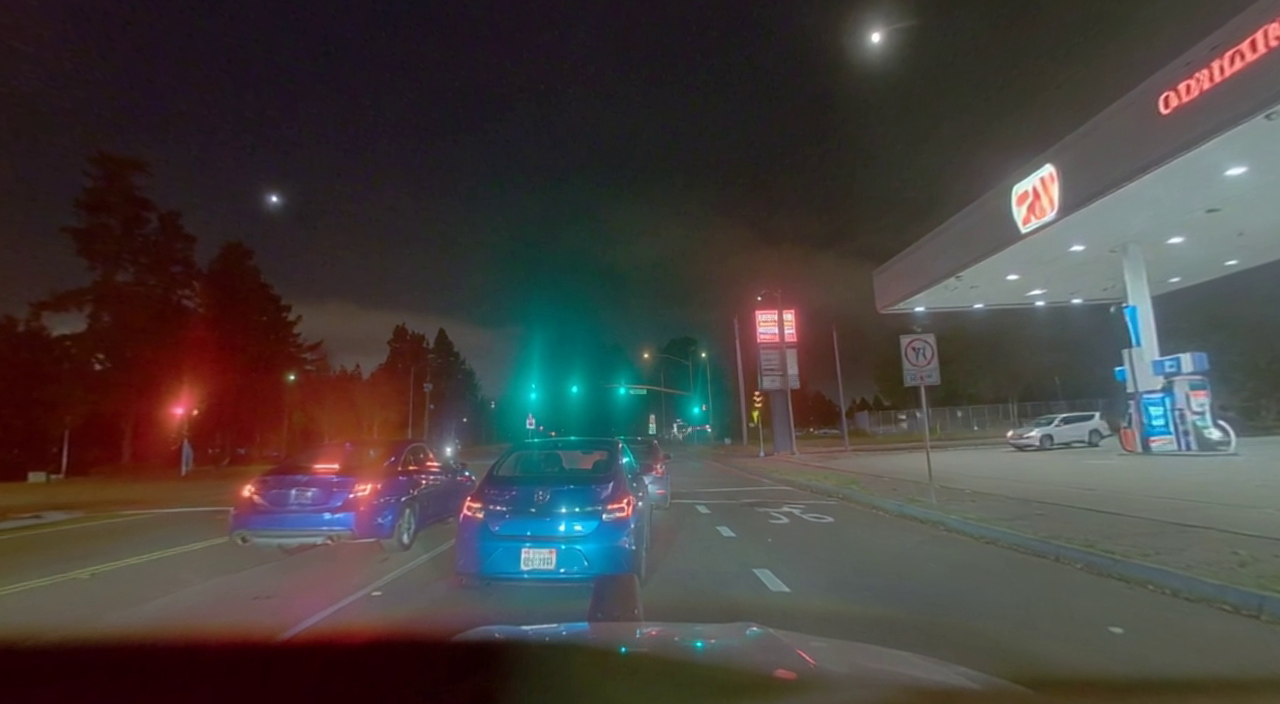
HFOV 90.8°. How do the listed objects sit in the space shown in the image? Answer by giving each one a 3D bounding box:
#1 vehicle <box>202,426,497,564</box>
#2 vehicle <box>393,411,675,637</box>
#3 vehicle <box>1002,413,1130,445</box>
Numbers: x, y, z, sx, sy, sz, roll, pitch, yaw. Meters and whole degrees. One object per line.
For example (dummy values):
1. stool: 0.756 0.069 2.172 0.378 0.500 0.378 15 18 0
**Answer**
1. vehicle: -3.754 1.931 9.402 1.995 1.506 4.773 0 -8 2
2. vehicle: -0.648 1.495 6.574 1.916 1.510 4.447 0 -8 2
3. vehicle: 21.163 3.859 31.548 4.874 1.502 2.048 0 -8 0
